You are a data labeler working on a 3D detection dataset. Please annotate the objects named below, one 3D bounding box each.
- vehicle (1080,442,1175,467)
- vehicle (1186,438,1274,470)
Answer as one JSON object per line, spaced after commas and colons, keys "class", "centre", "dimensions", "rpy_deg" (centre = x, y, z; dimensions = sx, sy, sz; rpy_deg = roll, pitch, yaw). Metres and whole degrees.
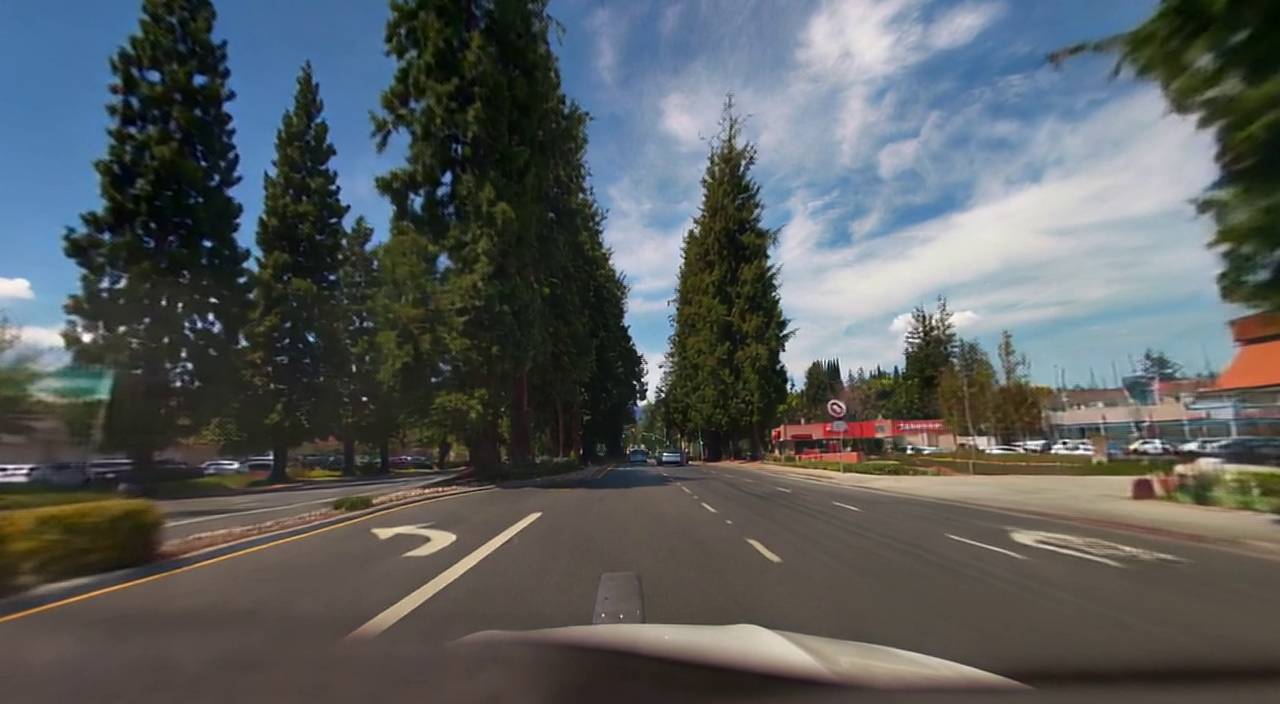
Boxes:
{"class": "vehicle", "centre": [34.639, 7.291, 45.014], "dimensions": [2.054, 1.684, 4.845], "rpy_deg": [7, -10, -33]}
{"class": "vehicle", "centre": [31.648, 5.491, 34.096], "dimensions": [2.133, 1.584, 4.842], "rpy_deg": [-5, -10, 27]}
